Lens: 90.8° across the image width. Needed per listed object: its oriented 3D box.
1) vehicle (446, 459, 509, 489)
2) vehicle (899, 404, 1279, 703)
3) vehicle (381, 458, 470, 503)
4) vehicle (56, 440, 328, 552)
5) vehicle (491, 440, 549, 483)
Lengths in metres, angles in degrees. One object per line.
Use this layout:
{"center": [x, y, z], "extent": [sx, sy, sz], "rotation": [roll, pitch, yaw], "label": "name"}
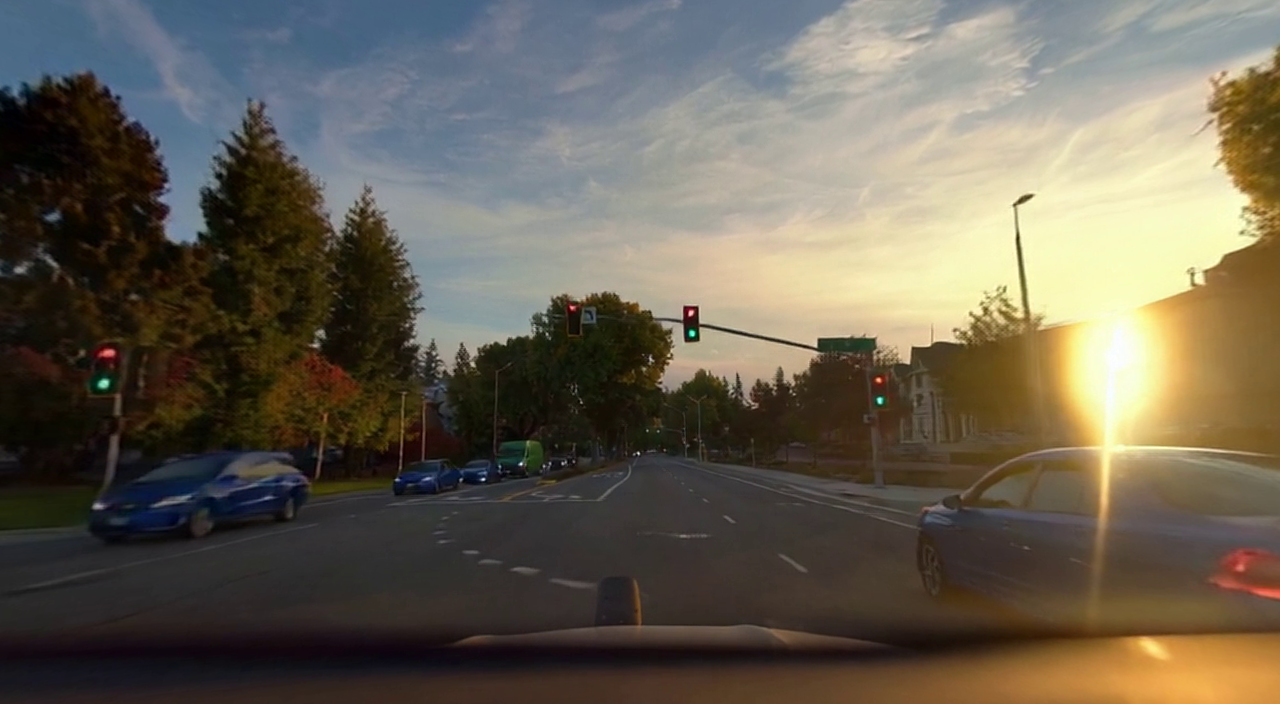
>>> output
{"center": [-8.747, 6.618, 34.538], "extent": [2.190, 1.455, 4.516], "rotation": [0, -9, 1], "label": "vehicle"}
{"center": [3.938, 1.302, 4.592], "extent": [2.129, 1.581, 4.780], "rotation": [0, -9, 1], "label": "vehicle"}
{"center": [-8.236, 4.952, 24.737], "extent": [1.906, 1.468, 4.686], "rotation": [0, -9, -1], "label": "vehicle"}
{"center": [-8.823, 2.822, 13.182], "extent": [2.130, 1.874, 4.691], "rotation": [0, -9, 1], "label": "vehicle"}
{"center": [-8.256, 7.572, 44.226], "extent": [2.617, 2.736, 6.621], "rotation": [-1, -9, 1], "label": "vehicle"}
